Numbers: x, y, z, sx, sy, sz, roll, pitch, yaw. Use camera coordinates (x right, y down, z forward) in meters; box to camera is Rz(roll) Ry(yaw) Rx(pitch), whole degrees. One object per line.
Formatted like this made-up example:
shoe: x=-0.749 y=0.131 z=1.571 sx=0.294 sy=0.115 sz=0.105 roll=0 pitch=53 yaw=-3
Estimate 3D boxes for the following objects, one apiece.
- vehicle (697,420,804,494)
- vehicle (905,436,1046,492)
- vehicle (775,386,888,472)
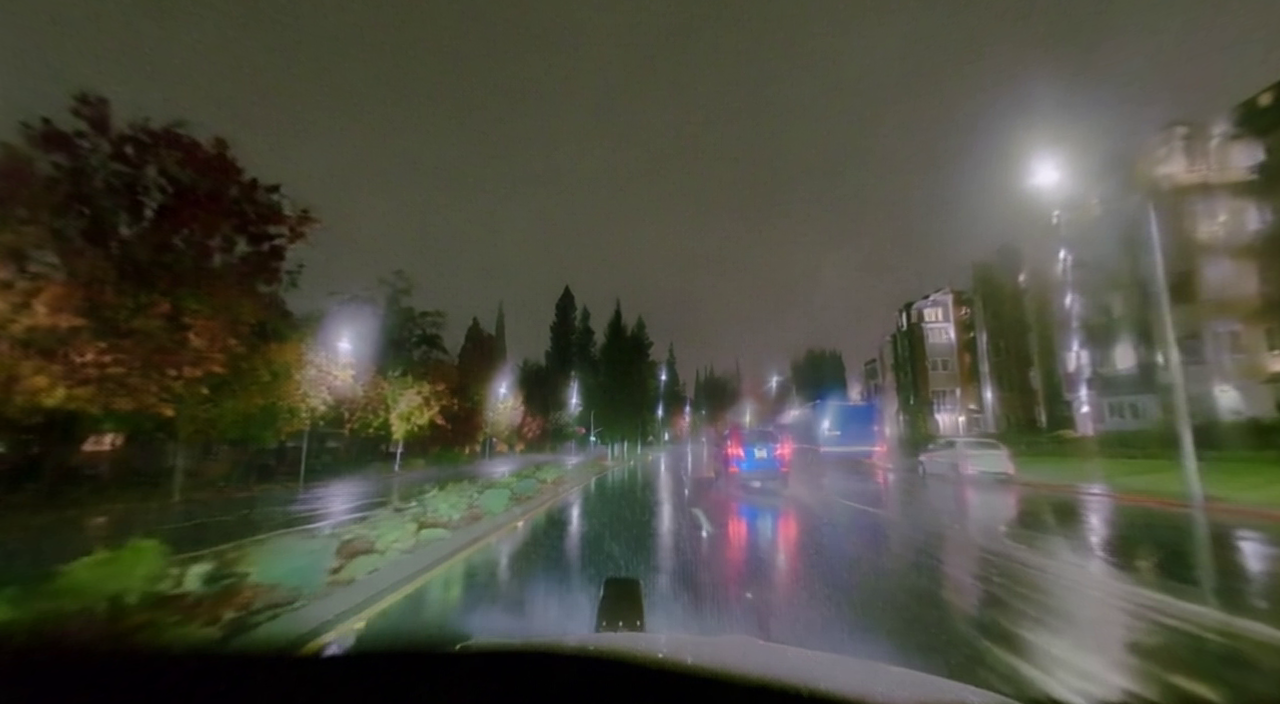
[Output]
vehicle: x=2.960 y=2.953 z=18.058 sx=2.215 sy=1.812 sz=4.569 roll=0 pitch=-9 yaw=0
vehicle: x=10.090 y=3.378 z=19.520 sx=1.870 sy=1.504 sz=4.823 roll=0 pitch=-8 yaw=3
vehicle: x=11.339 y=5.077 z=40.149 sx=2.887 sy=4.158 sz=18.418 roll=-1 pitch=-8 yaw=5
